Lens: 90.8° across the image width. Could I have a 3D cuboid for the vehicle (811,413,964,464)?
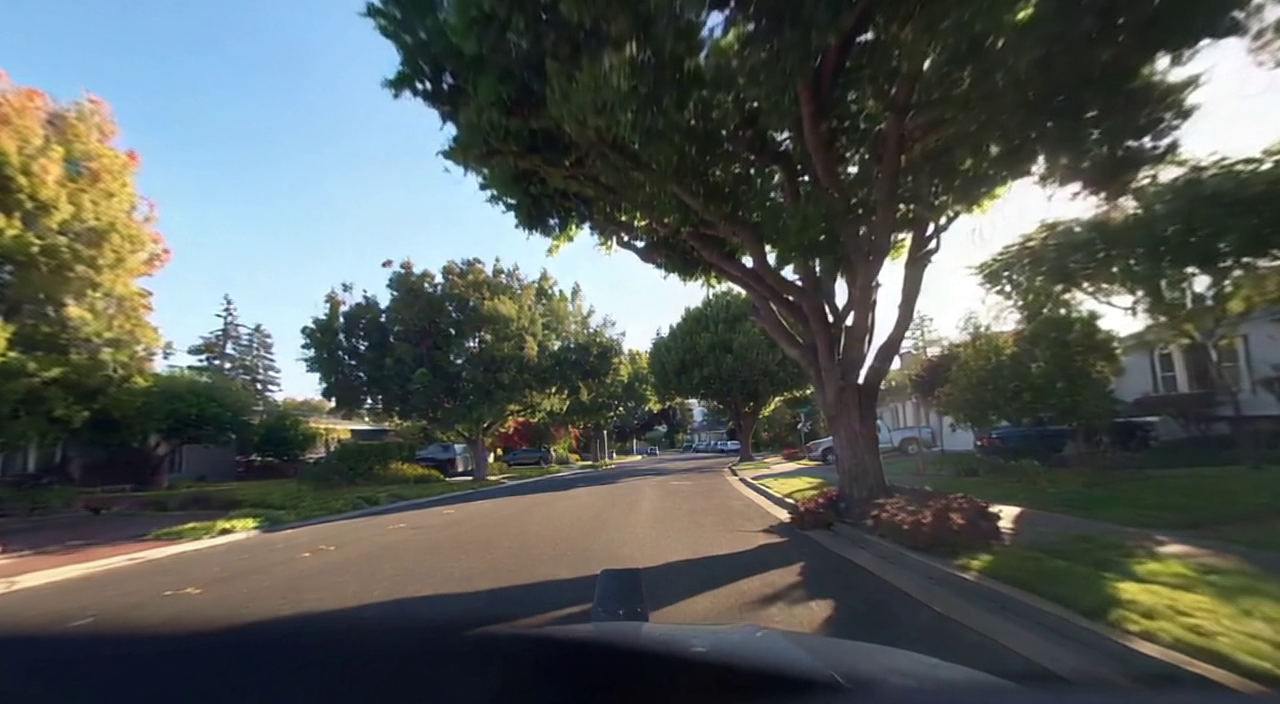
[{"bbox_3d":[11.341,4.051,29.483,6.053,2.240,2.582,-1,-9,6],"label":"vehicle"}]
